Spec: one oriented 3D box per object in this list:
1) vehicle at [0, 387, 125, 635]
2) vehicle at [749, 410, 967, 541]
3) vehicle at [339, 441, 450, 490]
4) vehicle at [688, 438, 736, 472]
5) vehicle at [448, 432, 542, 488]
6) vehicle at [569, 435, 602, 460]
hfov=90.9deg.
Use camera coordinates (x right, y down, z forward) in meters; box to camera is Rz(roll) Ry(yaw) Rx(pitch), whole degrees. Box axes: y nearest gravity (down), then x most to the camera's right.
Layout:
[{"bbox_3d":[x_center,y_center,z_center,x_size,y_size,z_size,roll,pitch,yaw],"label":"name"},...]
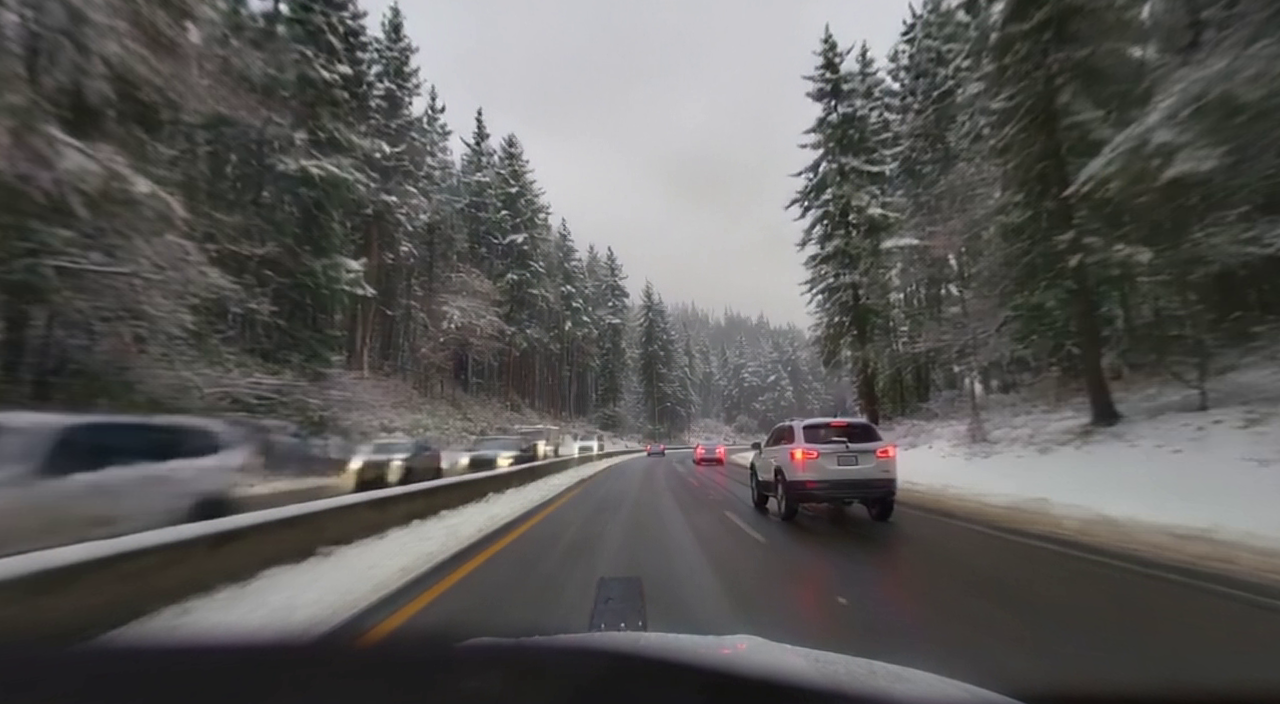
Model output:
[{"bbox_3d":[-5.548,0.935,3.199,2.146,1.707,4.326,0,-8,1],"label":"vehicle"},{"bbox_3d":[3.621,2.168,11.750,2.270,1.897,4.822,0,-8,-1],"label":"vehicle"},{"bbox_3d":[-8.182,3.801,21.539,1.909,1.486,4.382,0,-8,2],"label":"vehicle"},{"bbox_3d":[3.879,5.640,34.702,2.112,1.708,4.380,0,-8,0],"label":"vehicle"},{"bbox_3d":[-4.831,3.666,21.726,2.054,1.683,4.384,0,-8,2],"label":"vehicle"},{"bbox_3d":[-4.057,7.201,47.585,1.965,1.727,4.041,-1,-8,3],"label":"vehicle"}]
